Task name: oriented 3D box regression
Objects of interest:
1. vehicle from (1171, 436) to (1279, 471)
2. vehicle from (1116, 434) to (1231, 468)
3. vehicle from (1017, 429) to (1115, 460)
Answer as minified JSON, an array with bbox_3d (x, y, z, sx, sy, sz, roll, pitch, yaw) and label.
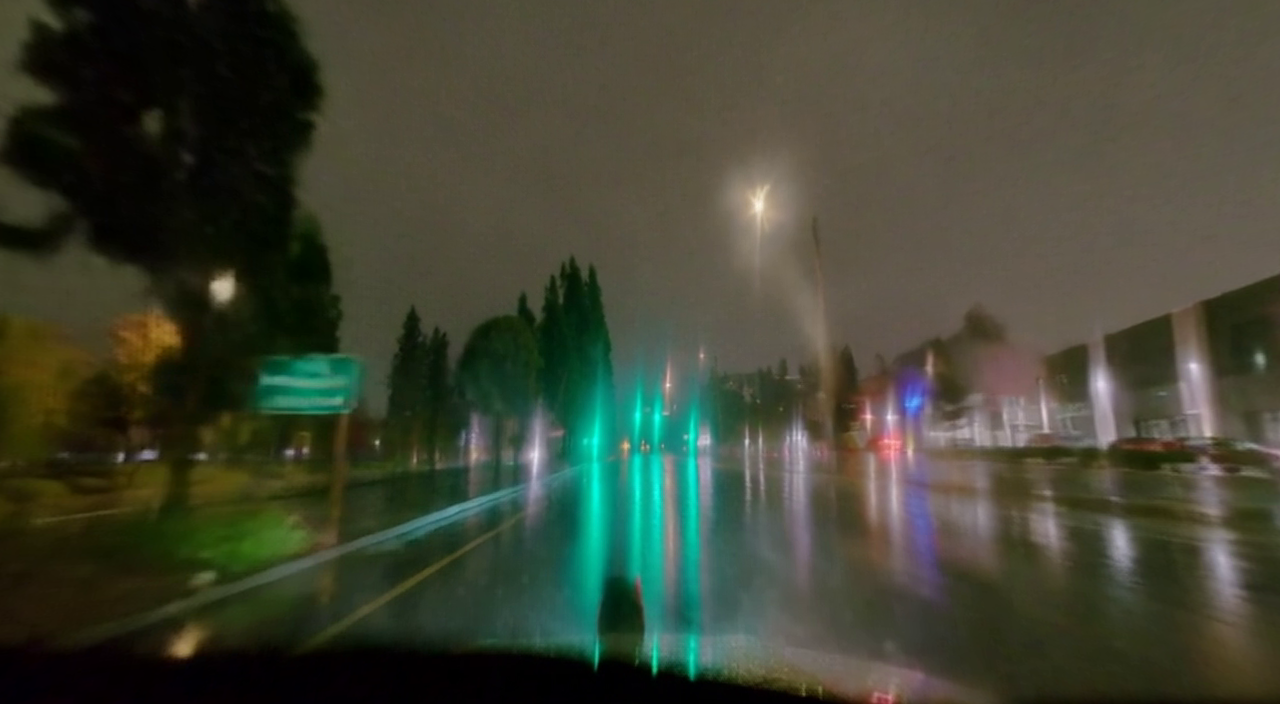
[{"bbox_3d":[31.248,5.352,33.393,4.279,1.743,2.003,-1,-9,7],"label":"vehicle"},{"bbox_3d":[30.483,5.642,36.184,4.633,1.754,2.017,-1,-8,1],"label":"vehicle"},{"bbox_3d":[30.020,6.561,44.611,5.244,1.992,2.226,-1,-9,-3],"label":"vehicle"}]
